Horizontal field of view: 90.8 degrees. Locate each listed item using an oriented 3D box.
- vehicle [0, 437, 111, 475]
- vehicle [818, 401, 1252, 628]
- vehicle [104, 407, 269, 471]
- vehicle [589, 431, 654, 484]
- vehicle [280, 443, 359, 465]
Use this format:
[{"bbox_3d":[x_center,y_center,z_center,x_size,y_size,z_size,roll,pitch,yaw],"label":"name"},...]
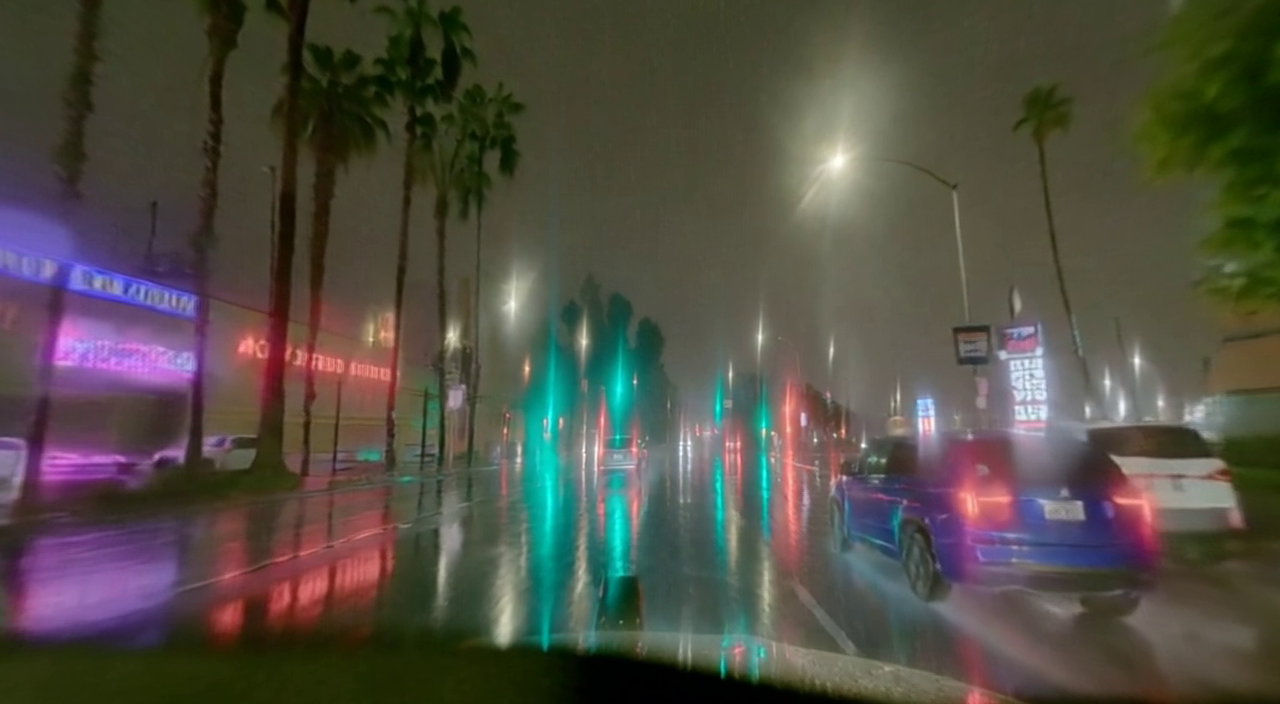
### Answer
[{"bbox_3d":[-29.414,5.049,30.887,1.863,1.733,4.974,-5,-9,27],"label":"vehicle"},{"bbox_3d":[3.525,1.514,6.900,1.983,1.654,4.354,0,-8,2],"label":"vehicle"},{"bbox_3d":[-21.055,4.115,29.738,2.198,2.684,5.751,-4,-9,25],"label":"vehicle"},{"bbox_3d":[-0.579,3.693,22.378,2.063,1.664,4.471,0,-8,0],"label":"vehicle"},{"bbox_3d":[-22.473,7.149,44.486,1.800,1.462,4.752,-4,-9,25],"label":"vehicle"}]
